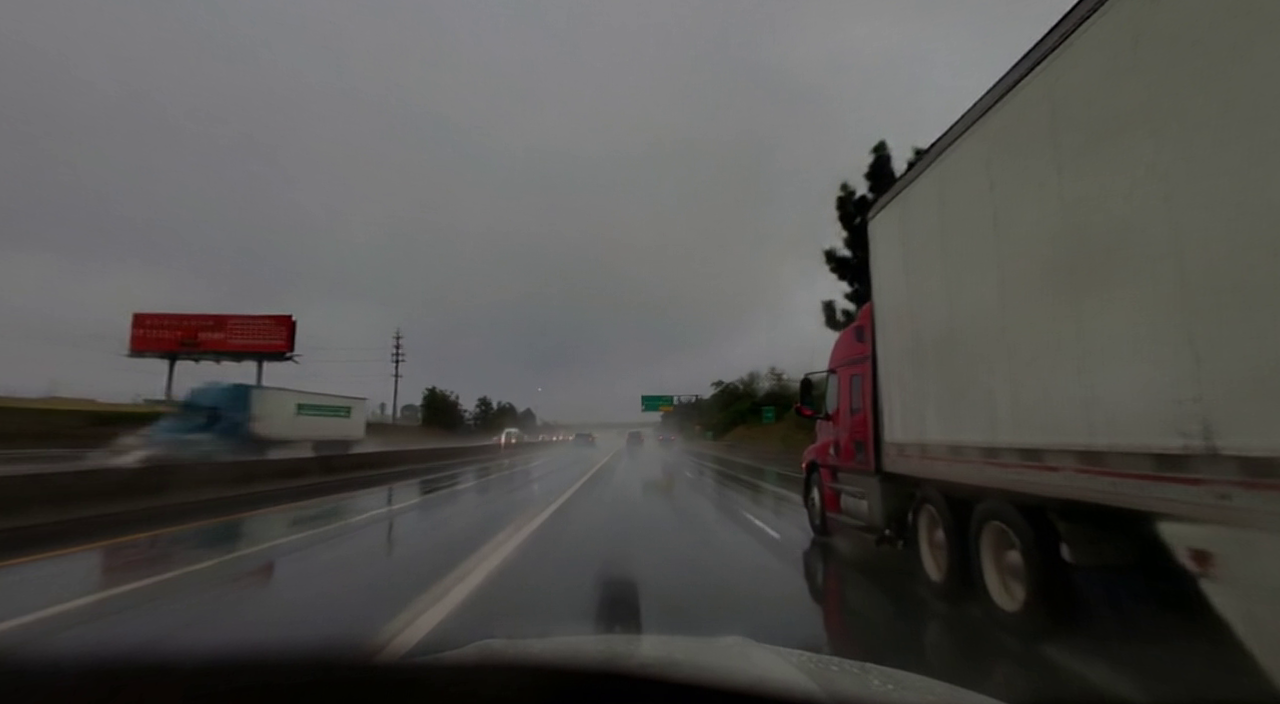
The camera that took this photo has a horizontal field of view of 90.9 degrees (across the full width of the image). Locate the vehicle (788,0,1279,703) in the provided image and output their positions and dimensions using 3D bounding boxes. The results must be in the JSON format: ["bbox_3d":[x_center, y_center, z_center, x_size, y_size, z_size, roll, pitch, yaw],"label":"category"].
[{"bbox_3d":[3.669,0.180,5.756,3.027,3.796,6.035,0,-8,-1],"label":"vehicle"}]

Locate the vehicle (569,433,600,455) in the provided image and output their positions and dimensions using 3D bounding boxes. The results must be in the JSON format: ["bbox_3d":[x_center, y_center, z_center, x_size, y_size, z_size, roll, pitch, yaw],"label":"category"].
[{"bbox_3d":[-3.884,6.539,44.724,1.930,1.484,3.849,0,-8,-1],"label":"vehicle"}]

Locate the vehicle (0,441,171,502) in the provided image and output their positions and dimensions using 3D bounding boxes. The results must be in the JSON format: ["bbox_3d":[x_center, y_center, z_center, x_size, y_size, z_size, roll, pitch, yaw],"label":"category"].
[{"bbox_3d":[-15.575,3.234,17.606,1.861,1.460,3.997,0,-8,-1],"label":"vehicle"}]

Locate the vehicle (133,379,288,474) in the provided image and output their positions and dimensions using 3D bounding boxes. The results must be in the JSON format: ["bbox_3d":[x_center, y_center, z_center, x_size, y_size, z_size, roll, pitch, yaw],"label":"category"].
[{"bbox_3d":[-19.986,3.557,29.874,3.076,4.017,5.908,0,-8,-1],"label":"vehicle"}]
